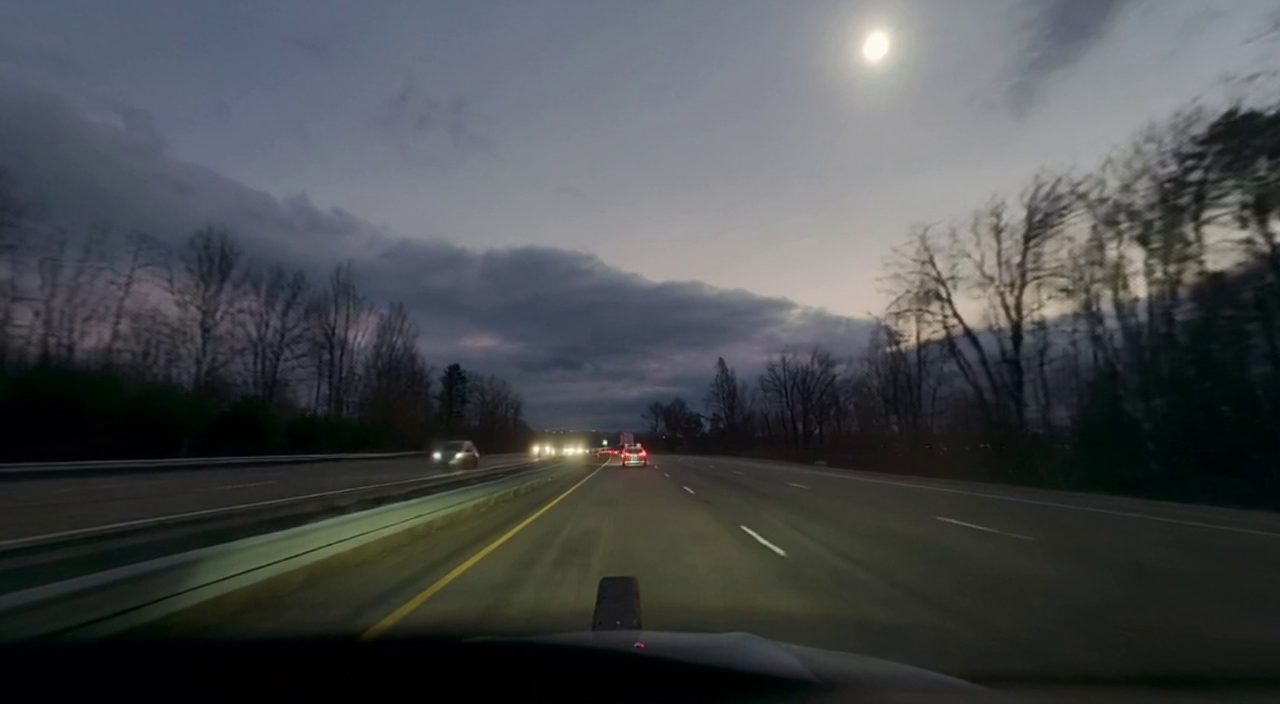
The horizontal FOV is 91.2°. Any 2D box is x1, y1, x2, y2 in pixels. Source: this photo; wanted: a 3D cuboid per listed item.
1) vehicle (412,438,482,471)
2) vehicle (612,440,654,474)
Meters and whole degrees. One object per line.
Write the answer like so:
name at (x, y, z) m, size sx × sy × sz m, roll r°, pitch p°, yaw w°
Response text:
vehicle at (-9.554, 5.118, 31.478) m, size 2.088 × 1.500 × 4.613 m, roll 0°, pitch -9°, yaw -1°
vehicle at (-0.422, 5.725, 34.279) m, size 2.151 × 1.693 × 4.201 m, roll 0°, pitch -9°, yaw -1°
